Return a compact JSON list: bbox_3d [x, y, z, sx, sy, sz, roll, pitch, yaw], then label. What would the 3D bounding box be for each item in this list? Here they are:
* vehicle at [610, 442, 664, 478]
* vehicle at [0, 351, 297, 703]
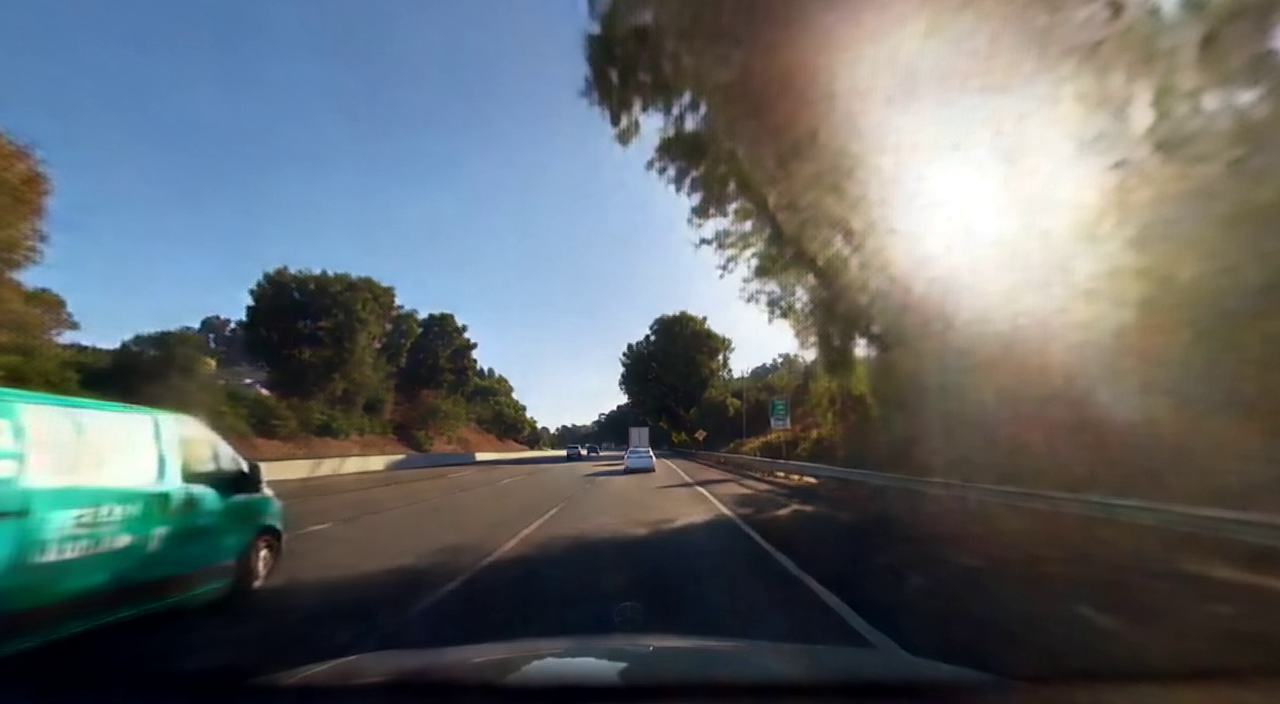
[{"bbox_3d":[-0.096,4.789,28.143,2.238,1.479,3.672,0,-9,1],"label":"vehicle"},{"bbox_3d":[-4.475,0.972,3.567,2.174,1.862,5.012,0,-9,1],"label":"vehicle"}]
